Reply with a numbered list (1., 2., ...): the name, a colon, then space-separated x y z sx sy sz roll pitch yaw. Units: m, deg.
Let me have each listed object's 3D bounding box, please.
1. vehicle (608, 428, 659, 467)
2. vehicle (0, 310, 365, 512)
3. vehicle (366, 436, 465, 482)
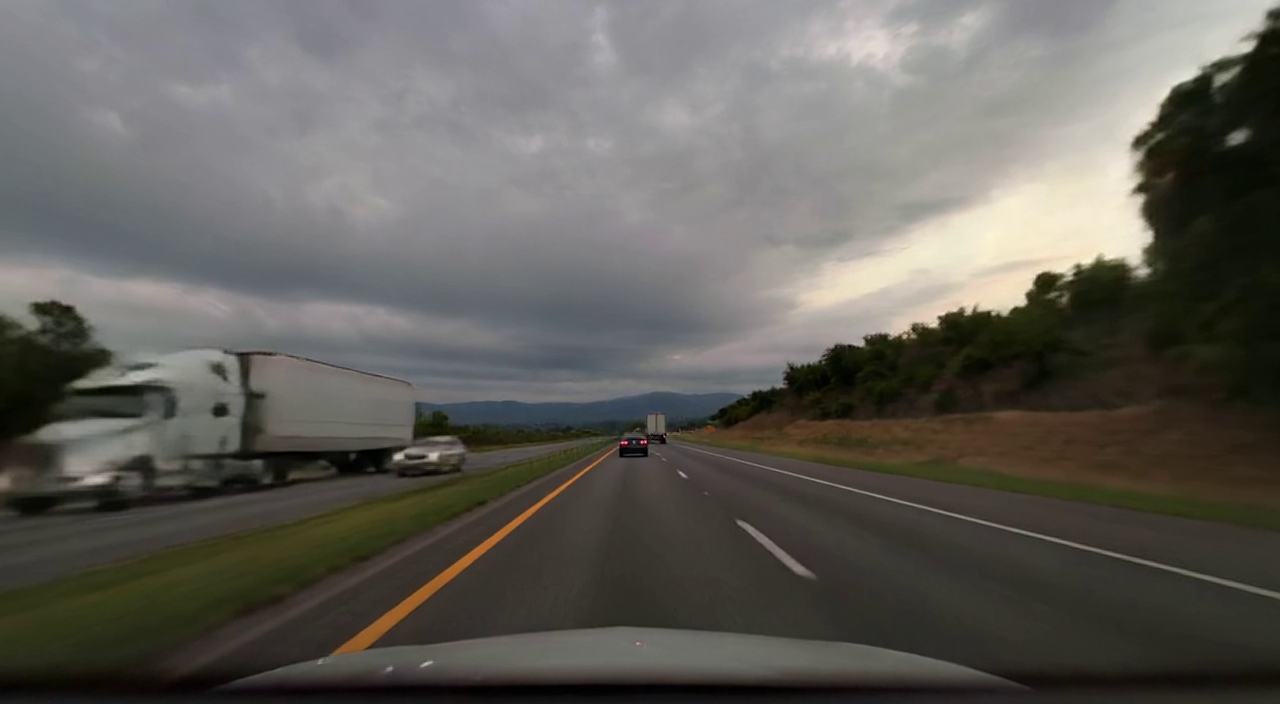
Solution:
1. vehicle: -0.304 4.398 29.242 2.216 1.623 4.220 0 -8 -1
2. vehicle: -11.887 1.832 17.712 3.270 3.993 10.585 0 -8 1
3. vehicle: -7.951 3.787 22.759 1.944 1.497 4.424 0 -8 0
